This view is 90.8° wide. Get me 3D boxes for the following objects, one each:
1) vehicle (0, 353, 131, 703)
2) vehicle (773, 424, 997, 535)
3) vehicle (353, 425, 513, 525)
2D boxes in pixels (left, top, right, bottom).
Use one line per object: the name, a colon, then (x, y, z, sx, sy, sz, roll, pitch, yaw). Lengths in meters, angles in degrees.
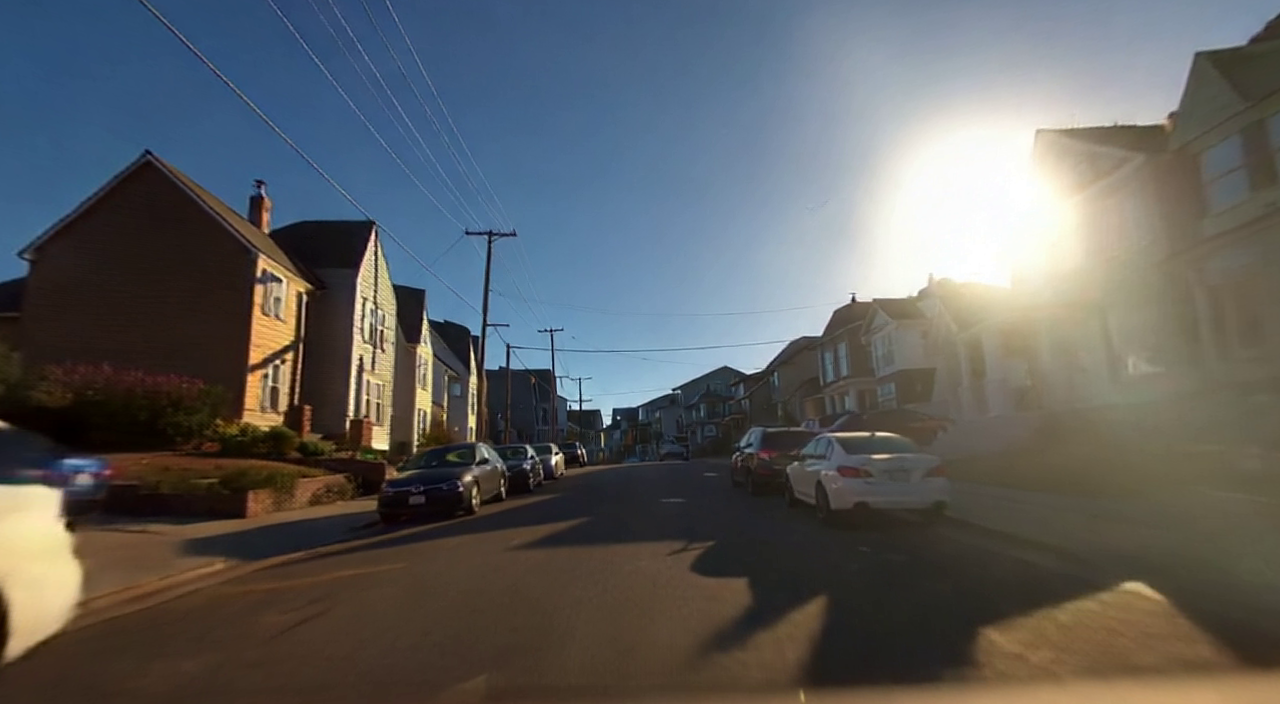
vehicle: (-4.001, 0.722, 1.260, 2.030, 1.733, 4.925, -3, -7, -2)
vehicle: (3.639, 1.999, 10.480, 2.083, 1.407, 4.506, -1, -9, 3)
vehicle: (-4.283, 2.666, 14.008, 2.031, 1.708, 4.746, -3, -10, -1)
